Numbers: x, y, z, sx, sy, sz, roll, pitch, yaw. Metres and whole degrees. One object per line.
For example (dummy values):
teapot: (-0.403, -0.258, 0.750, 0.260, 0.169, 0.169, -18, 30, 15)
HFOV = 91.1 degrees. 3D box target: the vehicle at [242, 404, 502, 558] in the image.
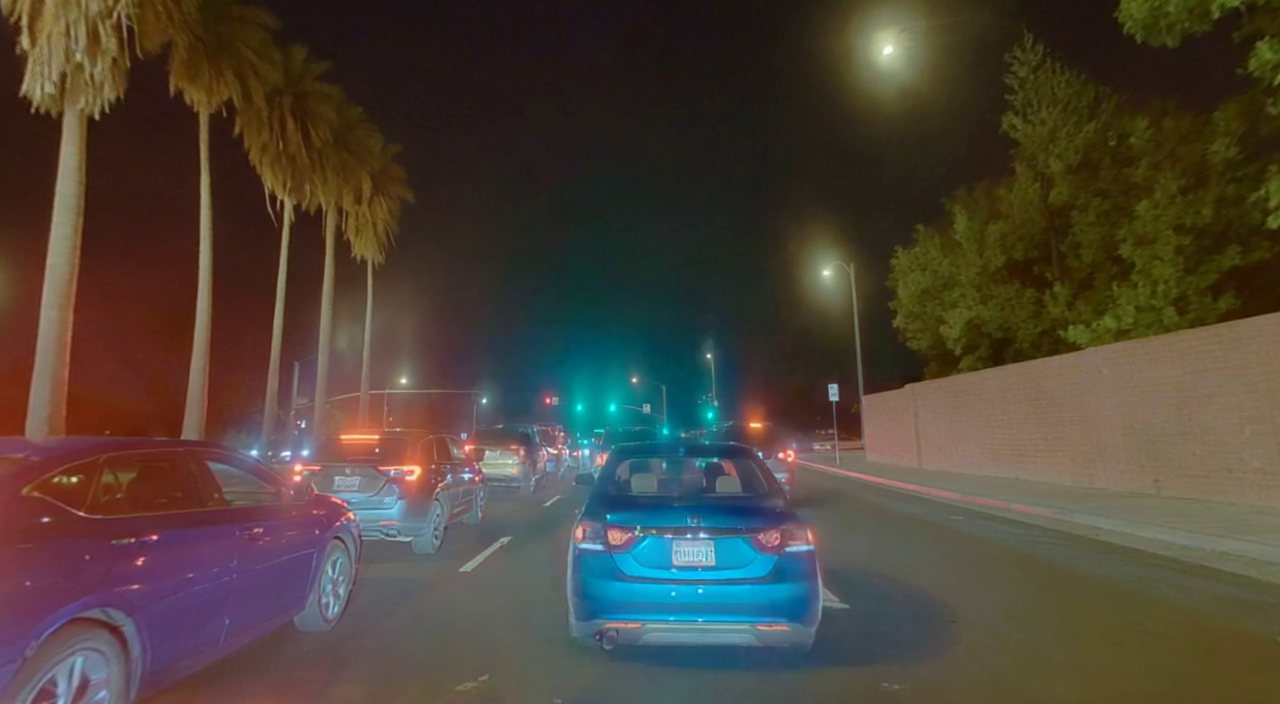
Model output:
vehicle: (-3.515, 1.775, 9.288, 2.055, 1.746, 4.136, 0, -8, -1)

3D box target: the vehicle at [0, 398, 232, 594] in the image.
vehicle: (-6.666, 1.400, 6.393, 1.963, 1.721, 4.662, 0, -8, -2)

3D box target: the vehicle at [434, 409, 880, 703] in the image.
vehicle: (0.043, 1.334, 5.203, 2.128, 1.473, 4.272, 0, -8, -1)
